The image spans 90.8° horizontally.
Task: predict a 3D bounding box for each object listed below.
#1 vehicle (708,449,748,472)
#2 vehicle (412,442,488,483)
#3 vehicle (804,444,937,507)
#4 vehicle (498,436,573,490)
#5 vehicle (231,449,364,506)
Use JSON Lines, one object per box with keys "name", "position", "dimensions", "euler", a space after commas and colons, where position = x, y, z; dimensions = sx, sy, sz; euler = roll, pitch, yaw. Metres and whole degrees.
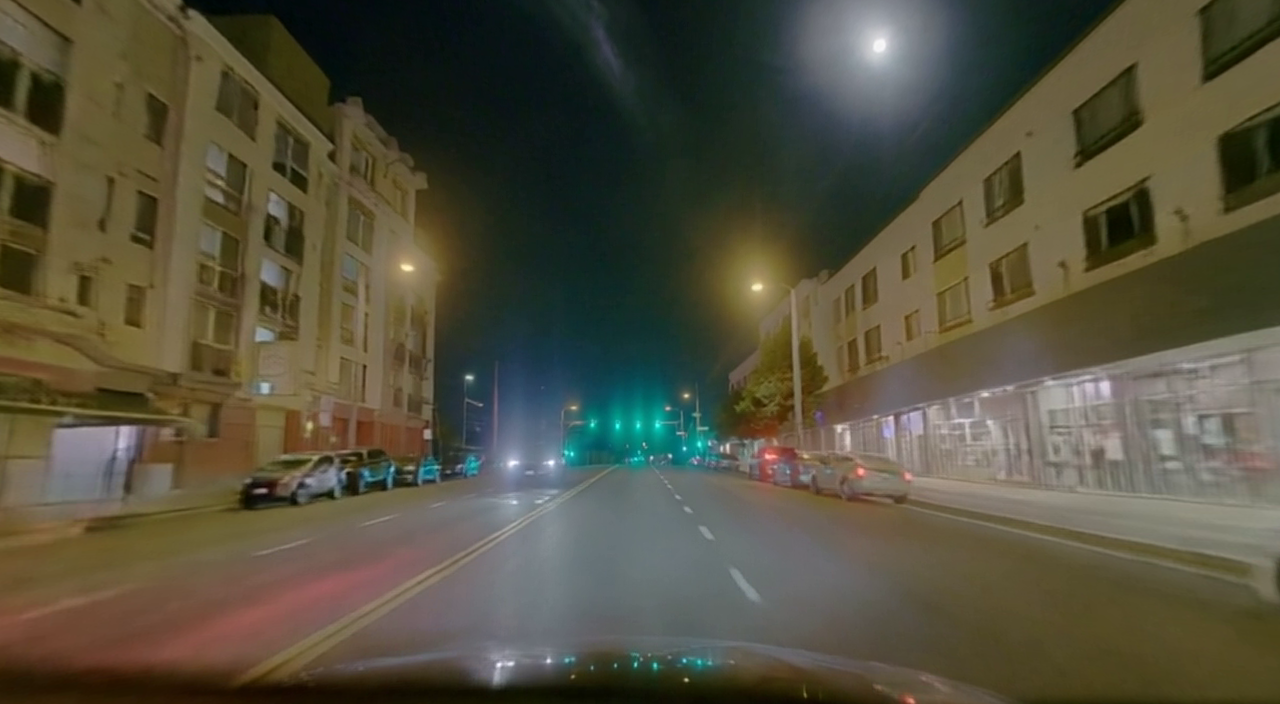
{"name": "vehicle", "position": [6.034, 7.506, 43.863], "dimensions": [1.902, 1.484, 4.714], "euler": [0, -8, -2]}
{"name": "vehicle", "position": [-10.050, 5.836, 33.912], "dimensions": [2.137, 1.982, 5.794], "euler": [-1, -8, 2]}
{"name": "vehicle", "position": [6.117, 3.293, 17.458], "dimensions": [1.837, 1.482, 4.706], "euler": [0, -8, -1]}
{"name": "vehicle", "position": [-3.596, 3.884, 22.535], "dimensions": [1.980, 1.718, 4.120], "euler": [0, -8, 0]}
{"name": "vehicle", "position": [-10.265, 3.751, 19.333], "dimensions": [1.812, 1.531, 3.934], "euler": [0, -8, 1]}
